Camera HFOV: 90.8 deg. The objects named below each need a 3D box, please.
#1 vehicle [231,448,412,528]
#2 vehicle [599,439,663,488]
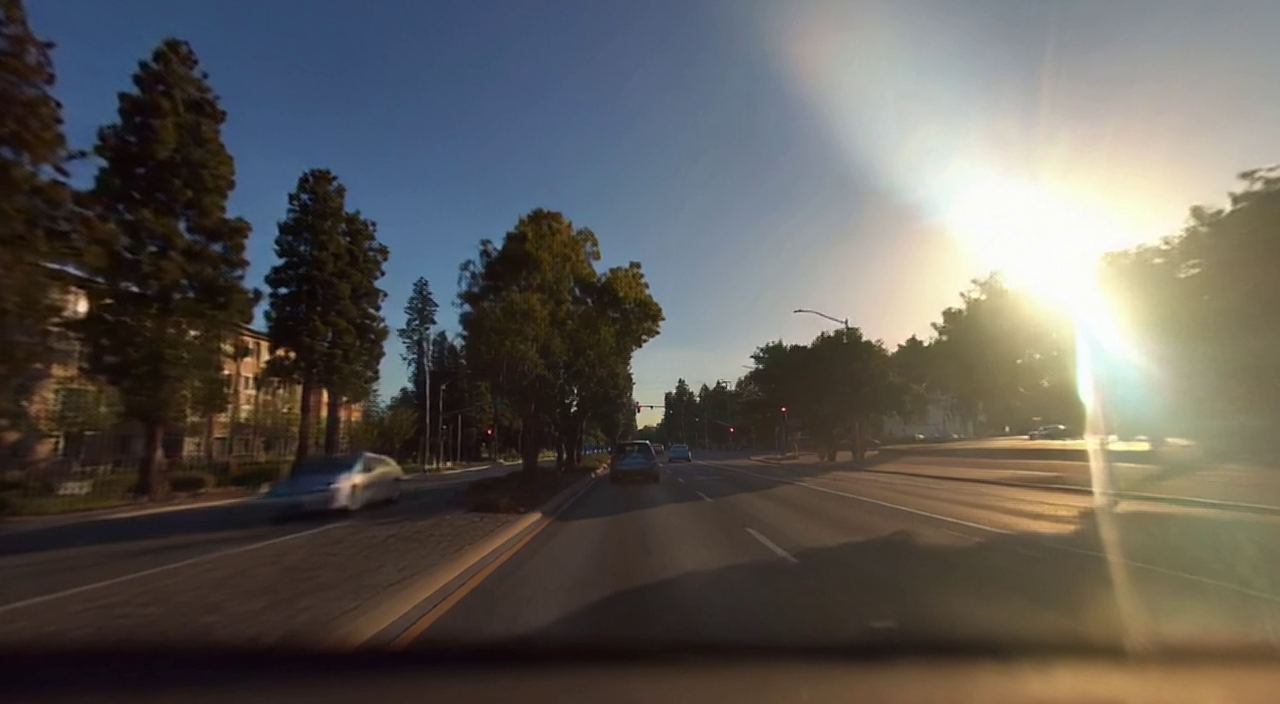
[{"bbox_3d":[-7.289,3.113,15.107,2.094,1.579,4.297,0,-9,0],"label":"vehicle"},{"bbox_3d":[-0.337,4.085,23.513,2.181,1.639,4.127,0,-9,-1],"label":"vehicle"}]
